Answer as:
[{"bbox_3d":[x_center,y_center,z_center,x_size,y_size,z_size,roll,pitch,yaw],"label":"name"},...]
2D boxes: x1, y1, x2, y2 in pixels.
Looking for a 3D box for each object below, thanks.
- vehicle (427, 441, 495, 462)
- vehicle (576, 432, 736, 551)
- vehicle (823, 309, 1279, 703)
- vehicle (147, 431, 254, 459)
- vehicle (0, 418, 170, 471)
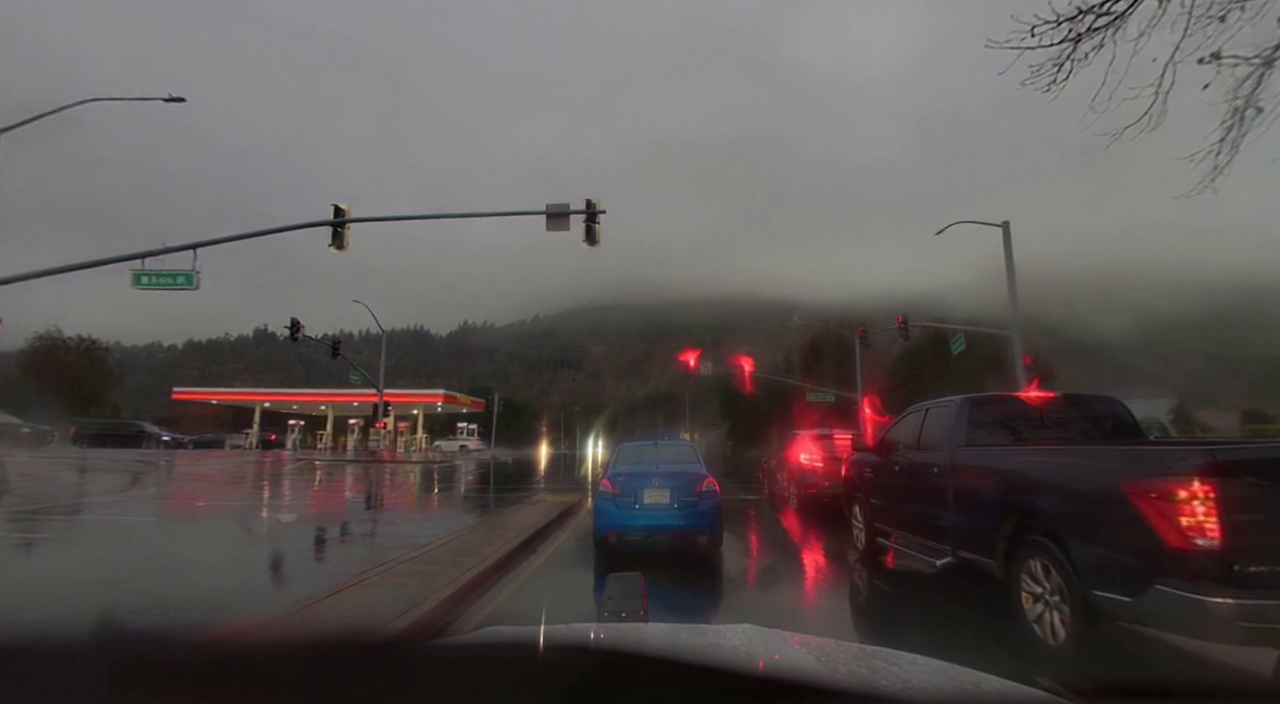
[{"bbox_3d":[-13.227,7.364,46.767,1.963,1.460,4.528,-6,-11,37],"label":"vehicle"},{"bbox_3d":[0.210,2.060,9.982,2.027,1.494,3.824,0,-8,0],"label":"vehicle"},{"bbox_3d":[3.530,1.193,5.117,2.277,1.871,6.143,0,-8,0],"label":"vehicle"},{"bbox_3d":[-23.205,4.906,33.386,4.326,1.420,1.798,-1,-8,3],"label":"vehicle"},{"bbox_3d":[-19.664,3.245,22.123,4.742,1.720,2.107,-1,-8,5],"label":"vehicle"}]
